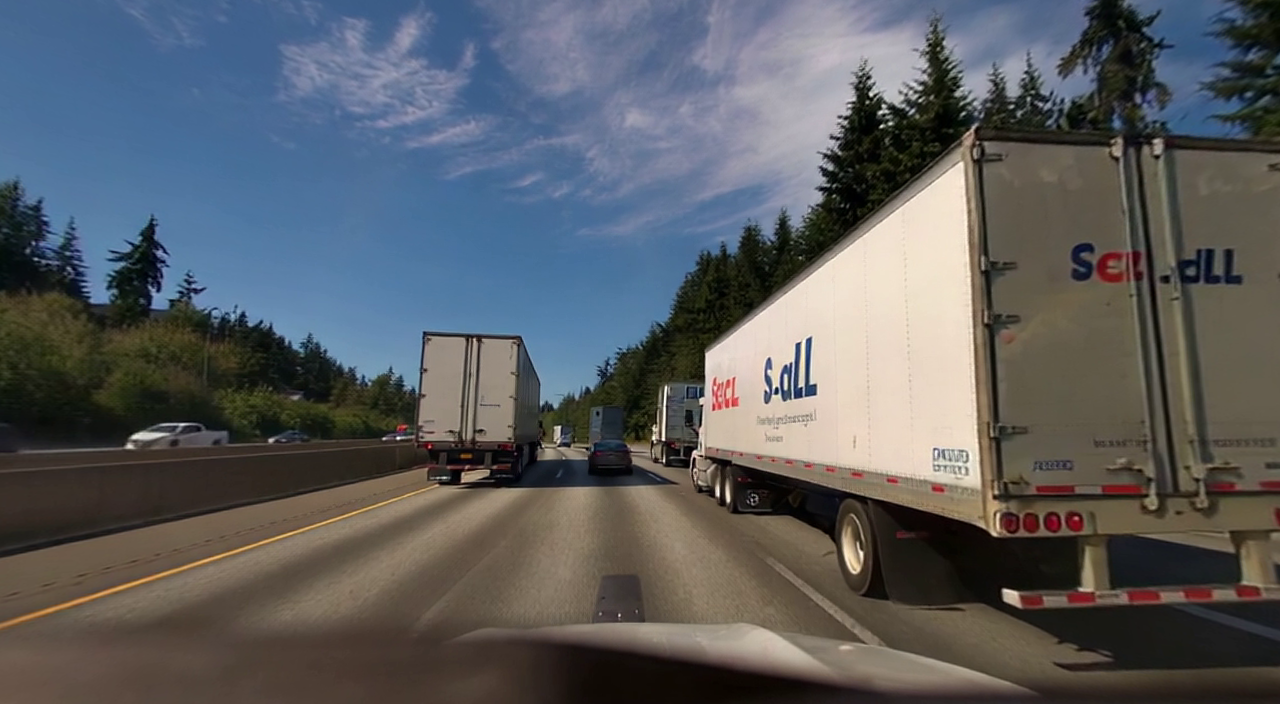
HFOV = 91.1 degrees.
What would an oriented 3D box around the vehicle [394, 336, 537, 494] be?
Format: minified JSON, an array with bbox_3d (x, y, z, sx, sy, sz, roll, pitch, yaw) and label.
[{"bbox_3d":[-4.909,2.075,19.637,2.822,3.788,8.799,1,-8,-6],"label":"vehicle"}]

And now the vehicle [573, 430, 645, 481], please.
[{"bbox_3d":[-1.183,3.474,21.530,2.060,1.540,4.374,1,-8,-8],"label":"vehicle"}]

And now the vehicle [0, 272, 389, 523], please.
[{"bbox_3d":[-11.233,1.252,14.082,2.867,4.125,14.026,-2,-8,12],"label":"vehicle"}]

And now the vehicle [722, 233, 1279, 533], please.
[{"bbox_3d":[7.070,1.250,14.965,2.820,4.084,13.786,4,-8,-27],"label":"vehicle"}]
